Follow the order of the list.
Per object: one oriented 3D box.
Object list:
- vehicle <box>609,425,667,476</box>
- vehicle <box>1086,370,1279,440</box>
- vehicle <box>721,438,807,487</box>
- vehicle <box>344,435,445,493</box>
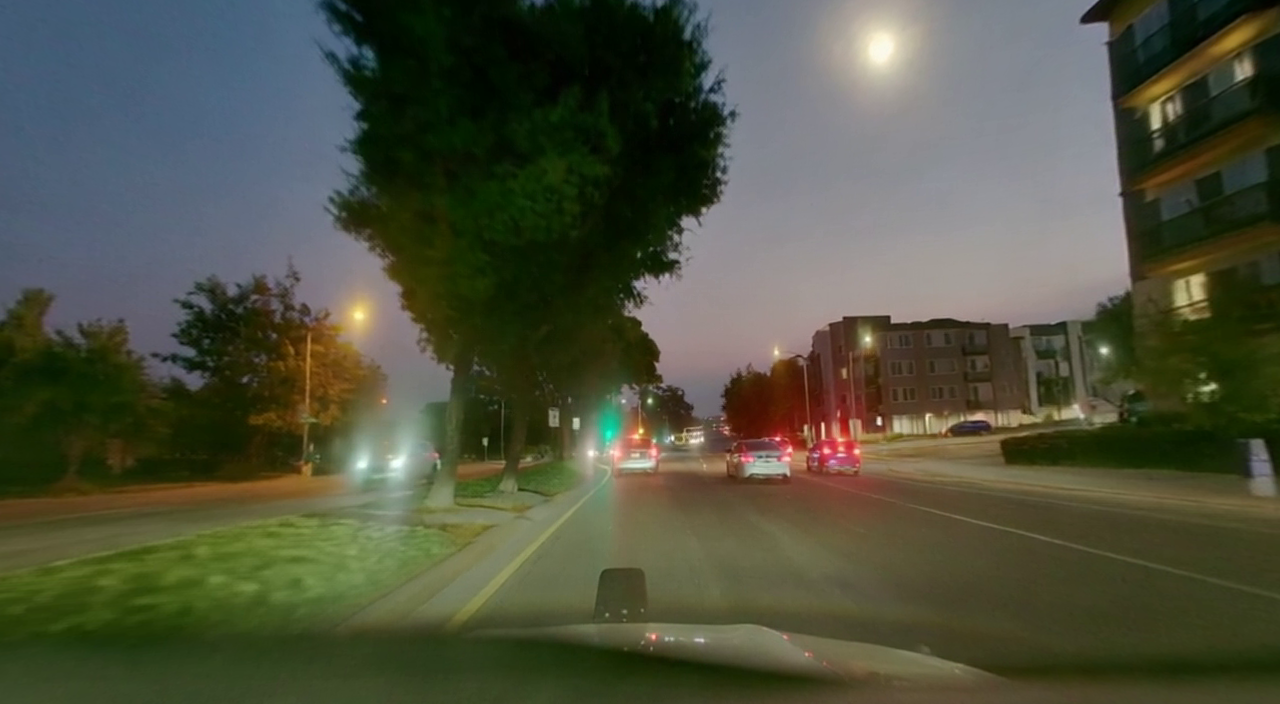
[{"bbox_3d":[-0.198,4.480,28.866,2.396,2.143,4.824,0,-8,-3],"label":"vehicle"},{"bbox_3d":[38.890,3.889,45.018,10.985,3.740,2.994,-6,-9,5],"label":"vehicle"},{"bbox_3d":[4.086,3.722,21.552,2.075,1.486,4.316,0,-8,0],"label":"vehicle"},{"bbox_3d":[-8.700,3.986,22.831,1.873,1.894,4.186,0,-8,1],"label":"vehicle"}]
